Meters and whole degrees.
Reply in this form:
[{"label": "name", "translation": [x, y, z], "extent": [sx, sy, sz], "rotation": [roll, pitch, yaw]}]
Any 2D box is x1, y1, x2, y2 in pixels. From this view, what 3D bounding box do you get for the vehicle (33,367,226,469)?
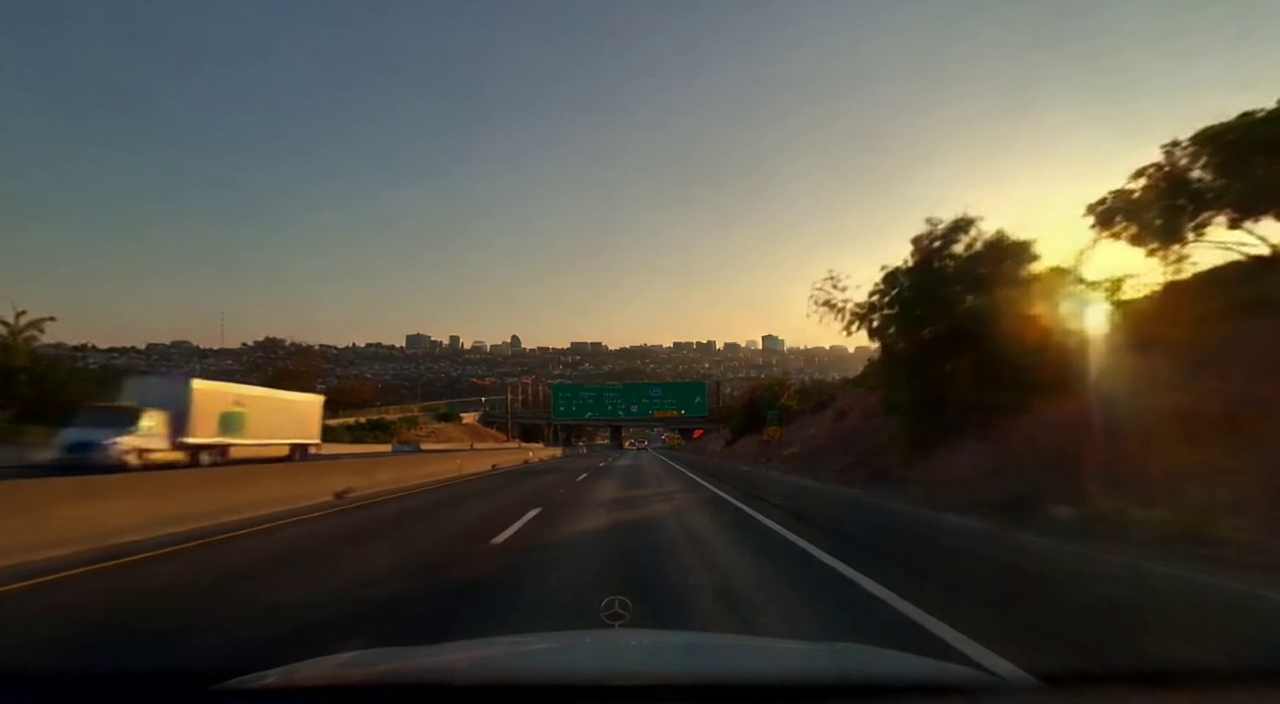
[{"label": "vehicle", "translation": [-21.566, 2.942, 27.183], "extent": [3.243, 3.864, 5.872], "rotation": [0, -8, 0]}]
